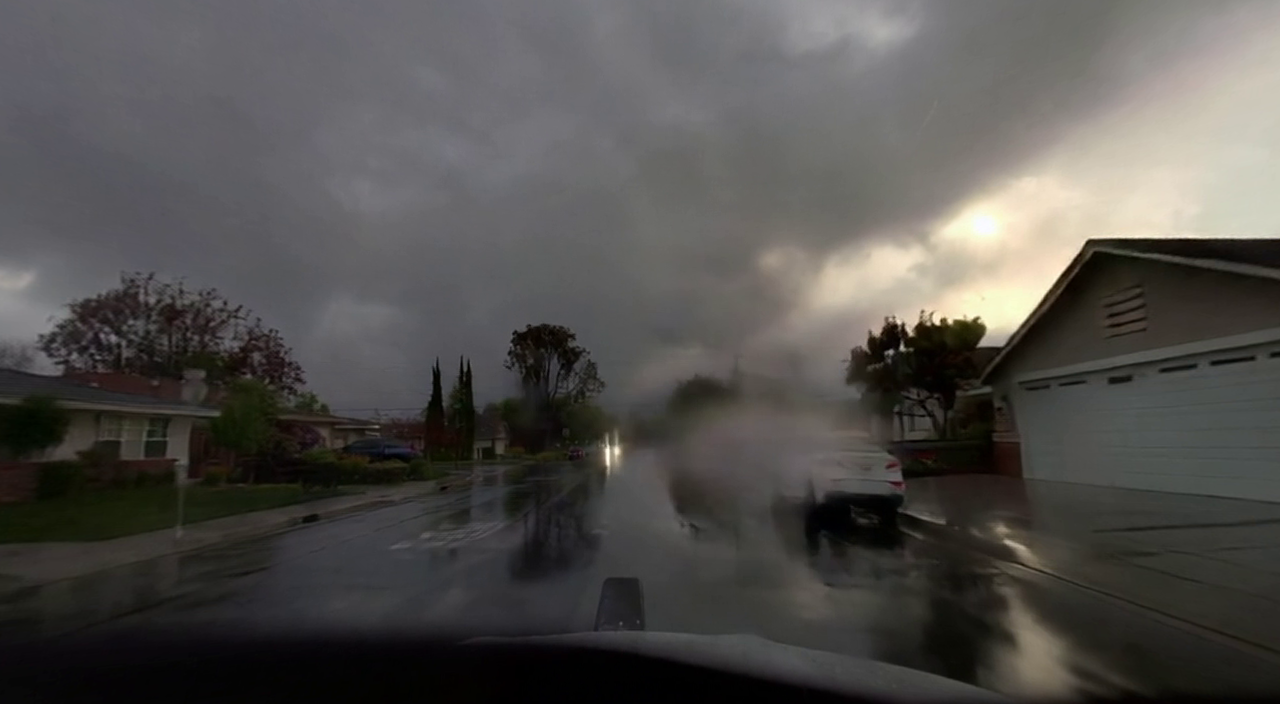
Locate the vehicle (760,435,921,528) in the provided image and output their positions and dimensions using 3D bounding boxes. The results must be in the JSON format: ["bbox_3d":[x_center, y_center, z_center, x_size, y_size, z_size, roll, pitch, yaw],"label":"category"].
[{"bbox_3d":[3.726,2.468,12.583,1.975,1.528,4.000,0,-9,2],"label":"vehicle"}]
